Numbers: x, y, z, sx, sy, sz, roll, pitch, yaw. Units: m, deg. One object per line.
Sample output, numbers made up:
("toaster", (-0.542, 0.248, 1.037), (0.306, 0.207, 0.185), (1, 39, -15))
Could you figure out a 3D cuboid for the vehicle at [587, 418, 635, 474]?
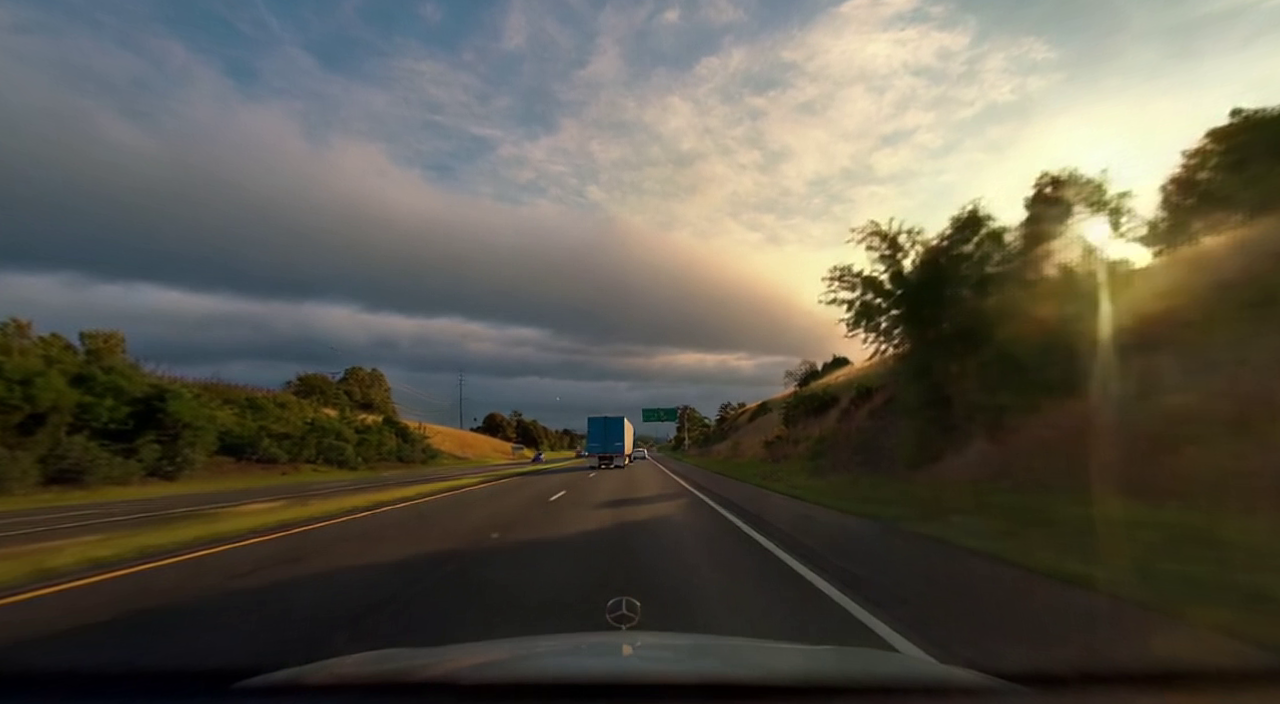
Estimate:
("vehicle", (-1.740, 6.033, 40.415), (2.704, 3.270, 6.745), (0, -9, 0))
